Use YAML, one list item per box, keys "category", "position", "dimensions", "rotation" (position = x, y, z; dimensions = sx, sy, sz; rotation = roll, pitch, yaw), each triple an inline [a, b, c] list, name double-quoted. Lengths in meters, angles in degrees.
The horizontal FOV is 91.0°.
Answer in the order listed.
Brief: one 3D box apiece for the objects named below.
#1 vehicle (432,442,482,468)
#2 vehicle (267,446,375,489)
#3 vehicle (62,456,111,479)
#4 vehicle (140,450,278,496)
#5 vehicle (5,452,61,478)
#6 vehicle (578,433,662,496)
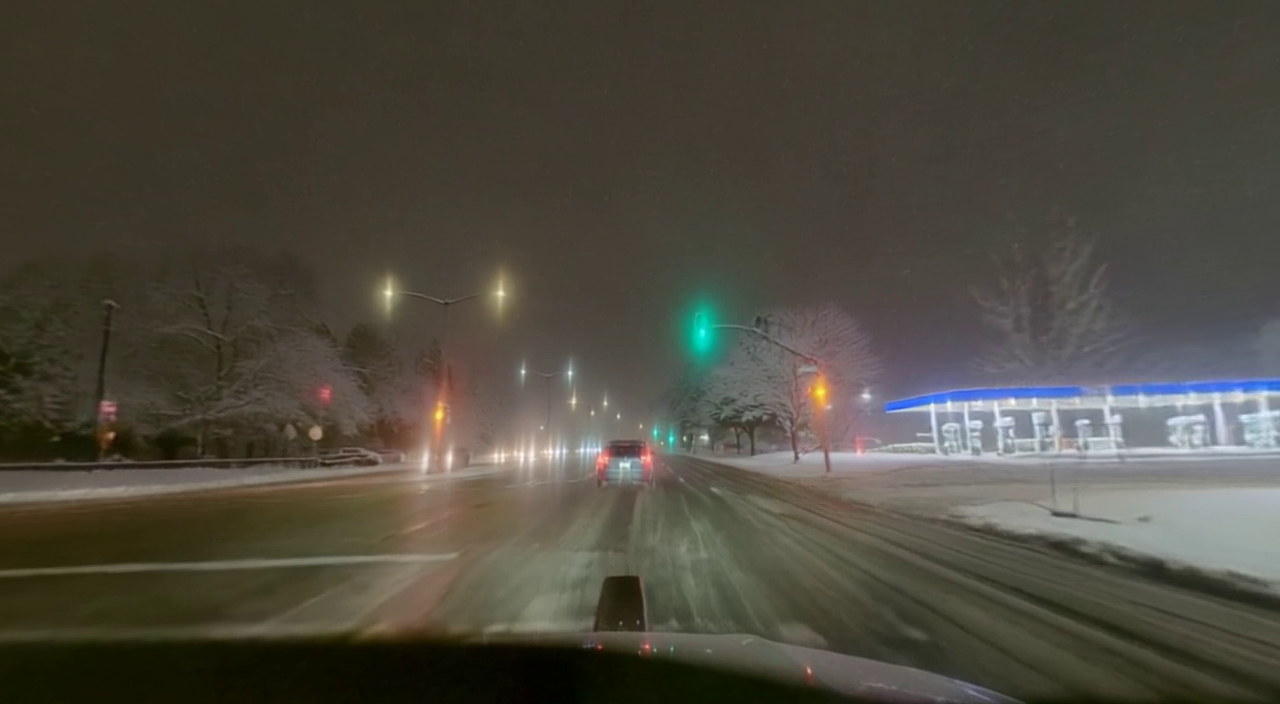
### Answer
- category: "vehicle"
  position: [-12.236, 6.898, 42.405]
  dimensions: [1.994, 1.647, 4.331]
  rotation: [0, -8, 1]
- category: "vehicle"
  position: [-12.745, 4.601, 25.525]
  dimensions: [1.989, 1.539, 4.413]
  rotation: [0, -8, 1]
- category: "vehicle"
  position: [-42.180, 8.780, 47.943]
  dimensions: [3.985, 1.544, 1.963]
  rotation: [-6, -11, 38]
- category: "vehicle"
  position: [-16.129, 4.521, 23.950]
  dimensions: [1.920, 1.481, 4.660]
  rotation: [0, -8, 1]
- category: "vehicle"
  position: [-43.900, 8.127, 45.510]
  dimensions: [4.745, 1.716, 2.224]
  rotation: [-6, -11, 40]
- category: "vehicle"
  position: [-0.475, 3.072, 17.580]
  dimensions: [2.062, 1.519, 4.214]
  rotation: [1, -8, 0]
